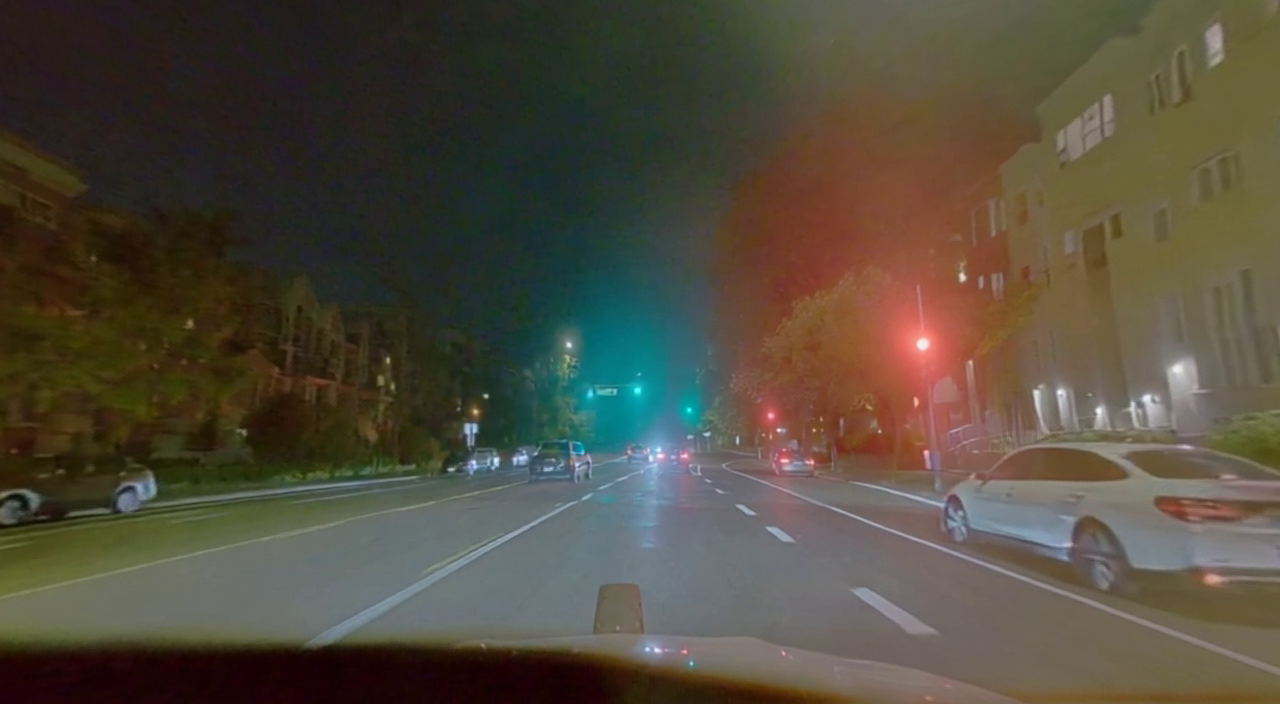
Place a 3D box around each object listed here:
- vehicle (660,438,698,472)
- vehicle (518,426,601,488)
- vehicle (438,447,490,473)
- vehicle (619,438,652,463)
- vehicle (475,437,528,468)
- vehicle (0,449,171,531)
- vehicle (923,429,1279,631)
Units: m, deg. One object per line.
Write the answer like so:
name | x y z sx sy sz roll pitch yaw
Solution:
vehicle | 2.070 5.447 33.736 1.852 1.680 4.488 0 -8 3
vehicle | -2.541 3.455 21.055 1.877 1.827 4.298 -1 -8 5
vehicle | -10.644 6.534 38.378 1.876 1.492 3.790 -1 -9 3
vehicle | -0.275 7.305 46.885 2.018 1.746 4.560 -1 -8 5
vehicle | -9.965 7.259 45.906 2.272 2.103 5.589 0 -8 3
vehicle | -12.566 2.769 13.076 1.782 1.472 4.744 -1 -8 5
vehicle | 5.412 1.698 7.239 2.104 1.489 4.962 0 -8 1
